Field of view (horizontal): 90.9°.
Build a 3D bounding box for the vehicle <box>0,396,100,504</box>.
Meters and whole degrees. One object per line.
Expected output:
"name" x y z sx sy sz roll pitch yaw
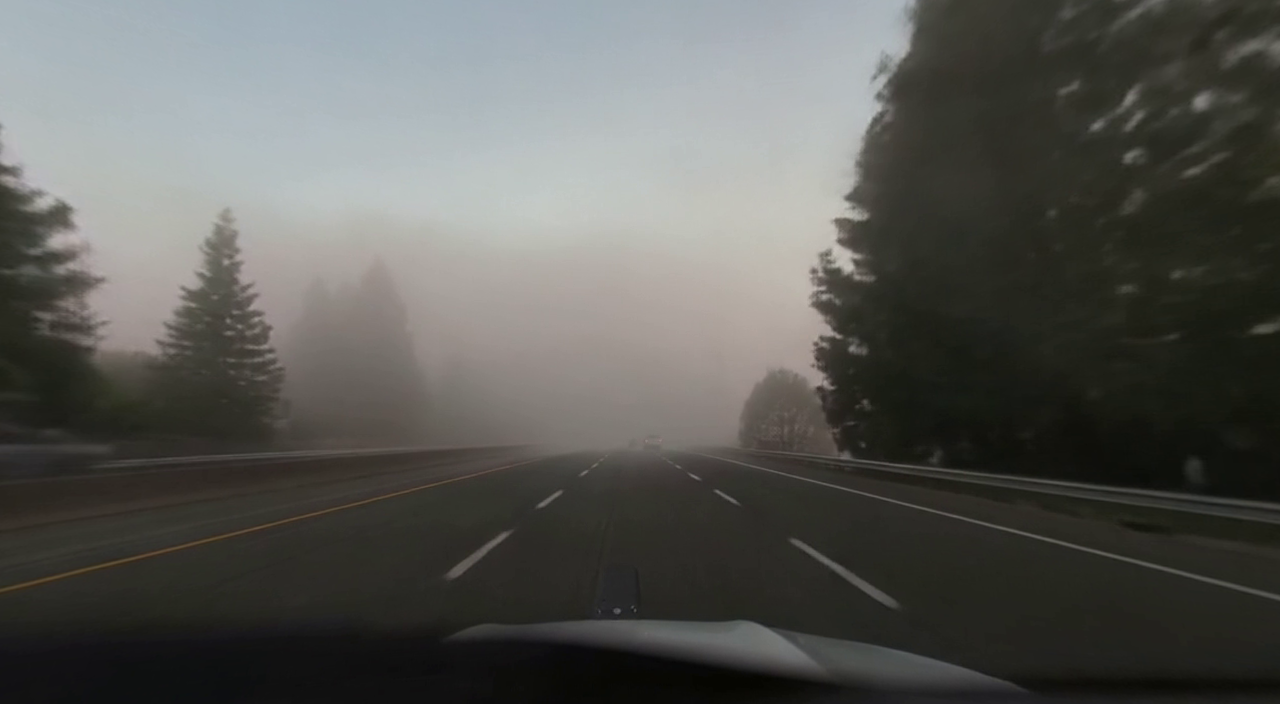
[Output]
"vehicle" -16.609 2.269 14.464 2.461 2.573 6.713 0 -8 0
